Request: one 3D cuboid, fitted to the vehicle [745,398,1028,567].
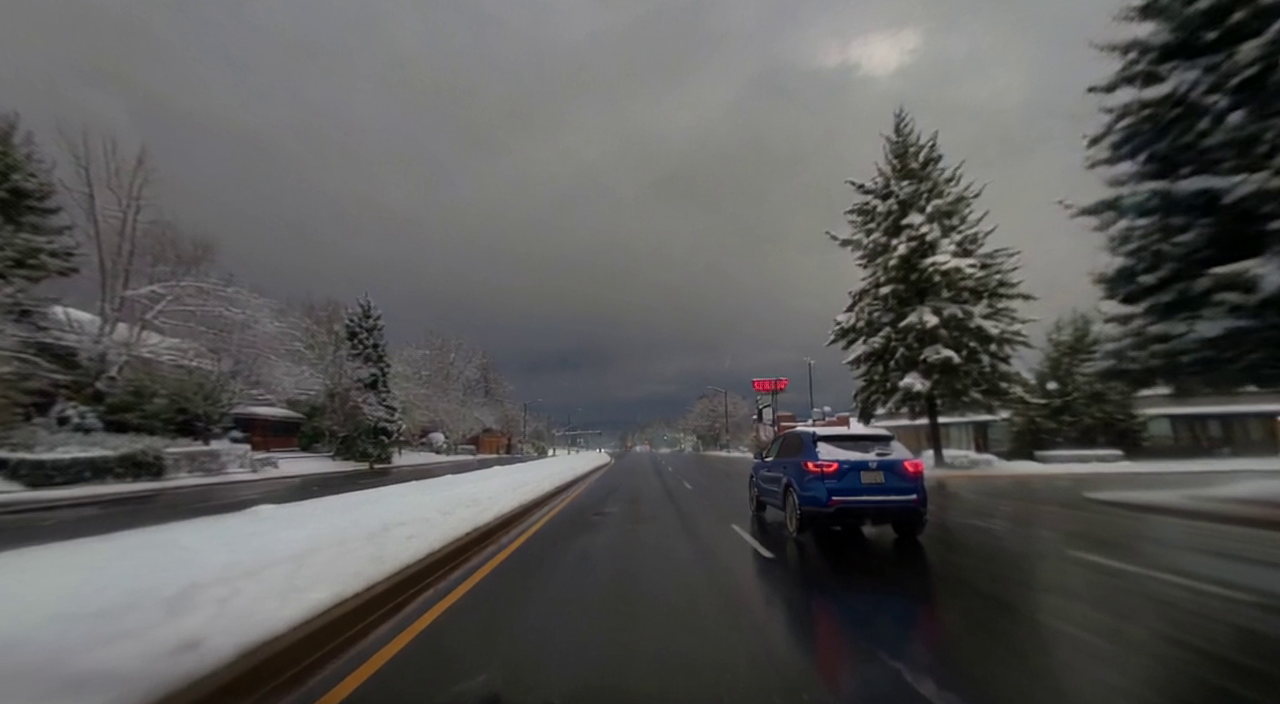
[{"bbox_3d":[3.042,1.754,9.156,2.130,1.790,4.615,0,-9,-1],"label":"vehicle"}]
